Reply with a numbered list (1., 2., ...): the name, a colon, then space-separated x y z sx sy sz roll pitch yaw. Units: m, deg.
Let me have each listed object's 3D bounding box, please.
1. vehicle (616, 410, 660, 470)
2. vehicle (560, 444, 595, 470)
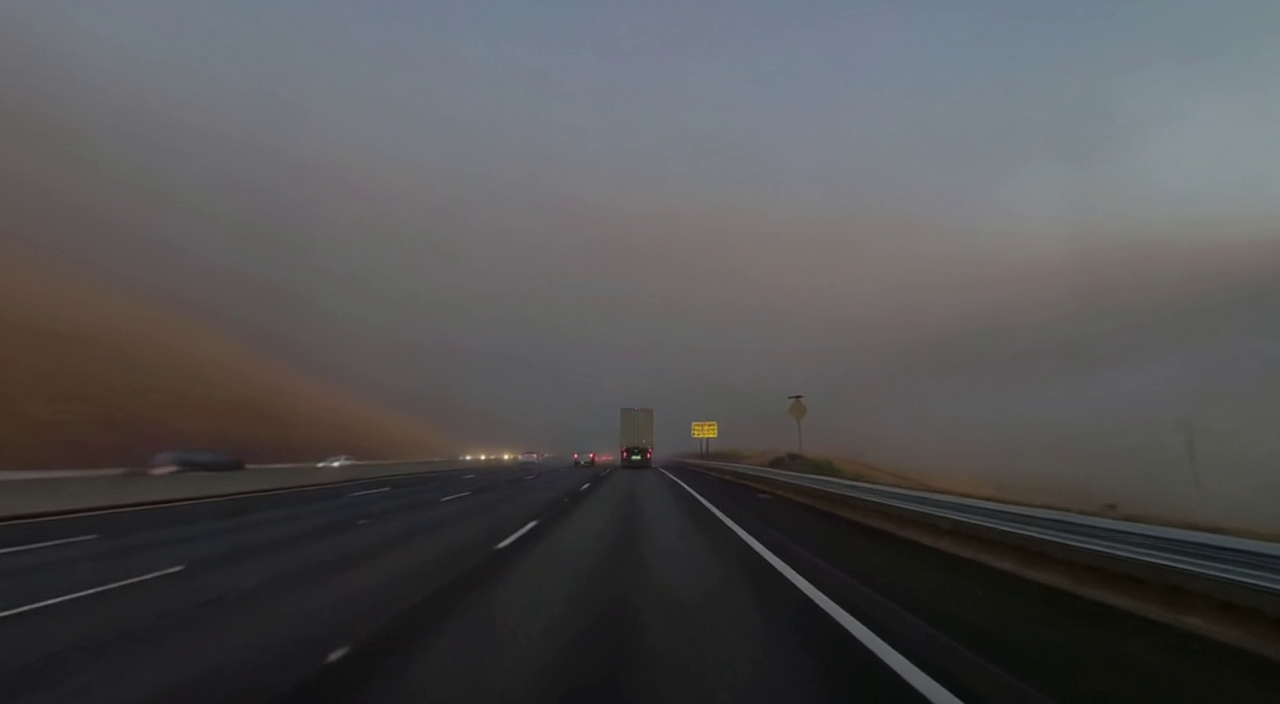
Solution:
1. vehicle: -0.076 6.947 49.245 3.039 4.131 11.822 0 -9 0
2. vehicle: -4.295 7.332 44.198 2.053 1.746 4.508 0 -9 -1
